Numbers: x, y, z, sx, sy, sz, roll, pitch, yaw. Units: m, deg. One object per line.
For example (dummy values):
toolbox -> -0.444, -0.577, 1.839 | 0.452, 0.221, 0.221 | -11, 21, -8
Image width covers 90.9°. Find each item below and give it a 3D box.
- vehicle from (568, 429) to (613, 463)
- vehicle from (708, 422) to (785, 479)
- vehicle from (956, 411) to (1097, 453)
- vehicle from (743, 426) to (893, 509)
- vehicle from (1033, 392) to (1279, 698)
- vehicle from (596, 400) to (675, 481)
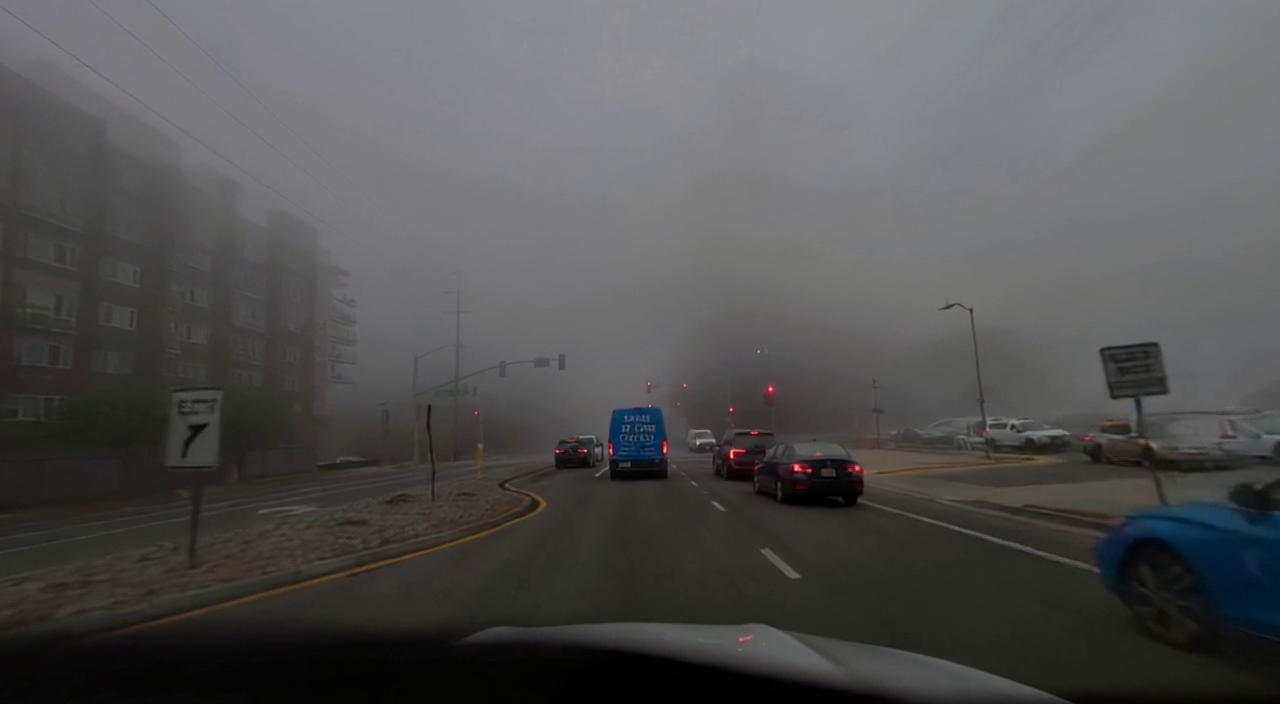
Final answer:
vehicle -> -2.732, 5.326, 35.667 | 2.203, 1.786, 4.249 | 0, -8, 0
vehicle -> 3.561, 3.383, 21.896 | 1.965, 1.771, 4.295 | 0, -8, 0
vehicle -> 16.998, 3.564, 27.918 | 4.842, 1.792, 1.963 | -1, -8, 2
vehicle -> 3.569, 2.405, 13.639 | 1.951, 1.483, 4.582 | 0, -8, 1
vehicle -> 4.150, 0.877, 2.589 | 1.967, 1.506, 4.968 | 0, -8, 1
vehicle -> -0.038, 3.082, 21.965 | 2.422, 2.488, 4.992 | -1, -8, 3
